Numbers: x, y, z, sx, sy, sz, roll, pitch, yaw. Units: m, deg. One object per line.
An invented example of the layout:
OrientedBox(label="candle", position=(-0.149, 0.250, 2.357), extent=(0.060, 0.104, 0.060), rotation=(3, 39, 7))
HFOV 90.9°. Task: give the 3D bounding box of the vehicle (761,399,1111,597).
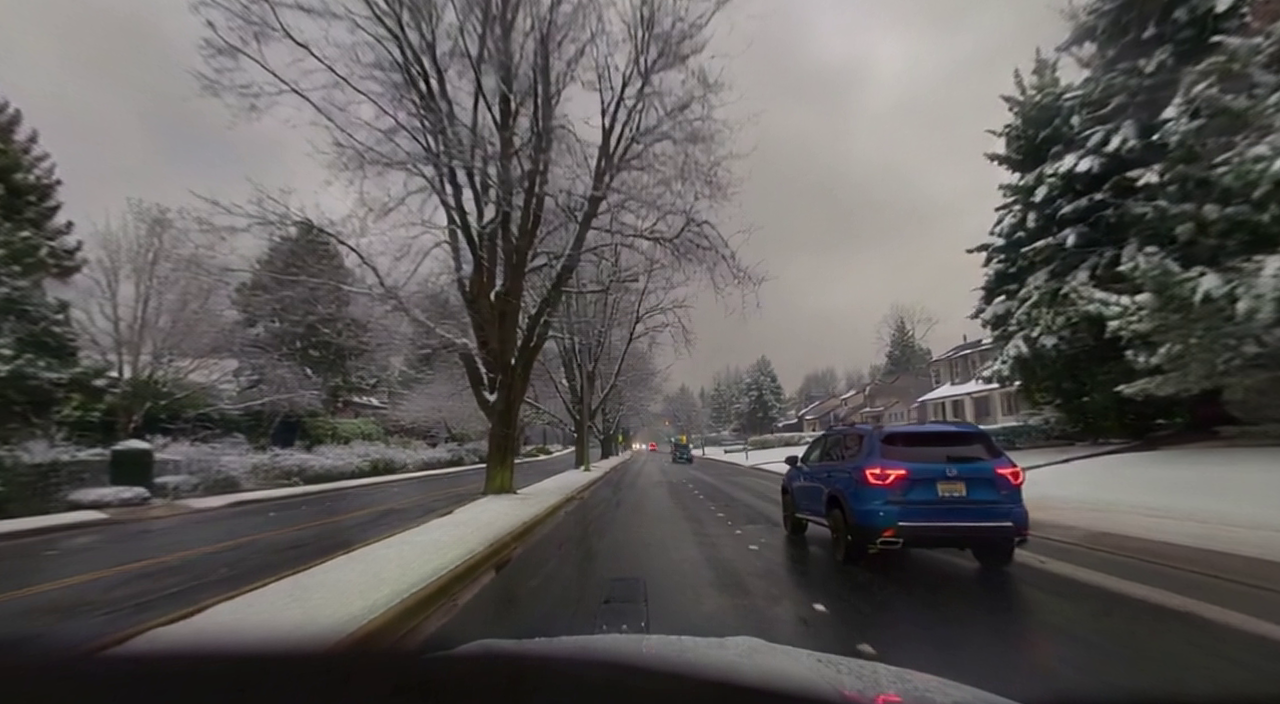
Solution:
OrientedBox(label="vehicle", position=(3.120, 1.666, 8.077), extent=(2.180, 1.773, 4.639), rotation=(0, -9, 0))
